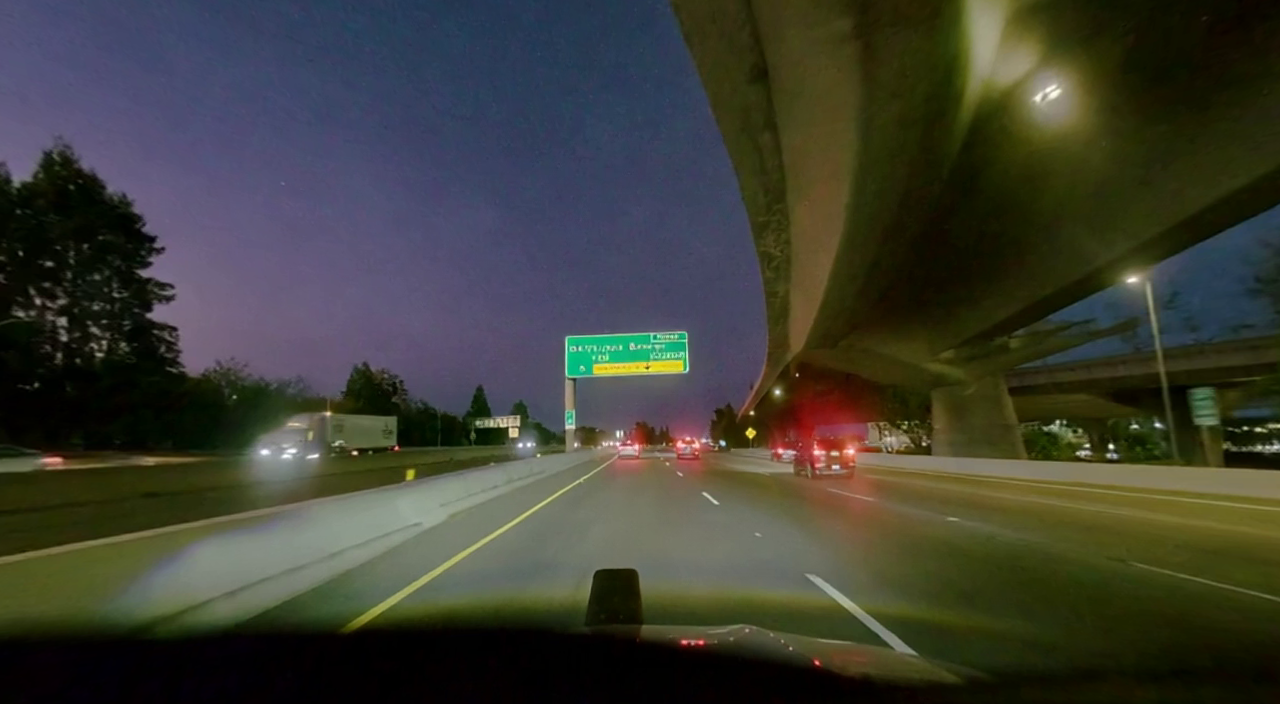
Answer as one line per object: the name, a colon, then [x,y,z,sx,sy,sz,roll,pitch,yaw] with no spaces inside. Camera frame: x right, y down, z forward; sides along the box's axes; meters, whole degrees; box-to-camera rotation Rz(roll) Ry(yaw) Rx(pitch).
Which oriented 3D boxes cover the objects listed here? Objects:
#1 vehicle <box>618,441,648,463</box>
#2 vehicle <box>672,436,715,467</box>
vehicle: [-0.483,7.242,45.766,2.046,1.475,3.784,0,-9,1]
vehicle: [3.290,6.244,39.780,2.226,1.779,4.835,0,-9,-1]
